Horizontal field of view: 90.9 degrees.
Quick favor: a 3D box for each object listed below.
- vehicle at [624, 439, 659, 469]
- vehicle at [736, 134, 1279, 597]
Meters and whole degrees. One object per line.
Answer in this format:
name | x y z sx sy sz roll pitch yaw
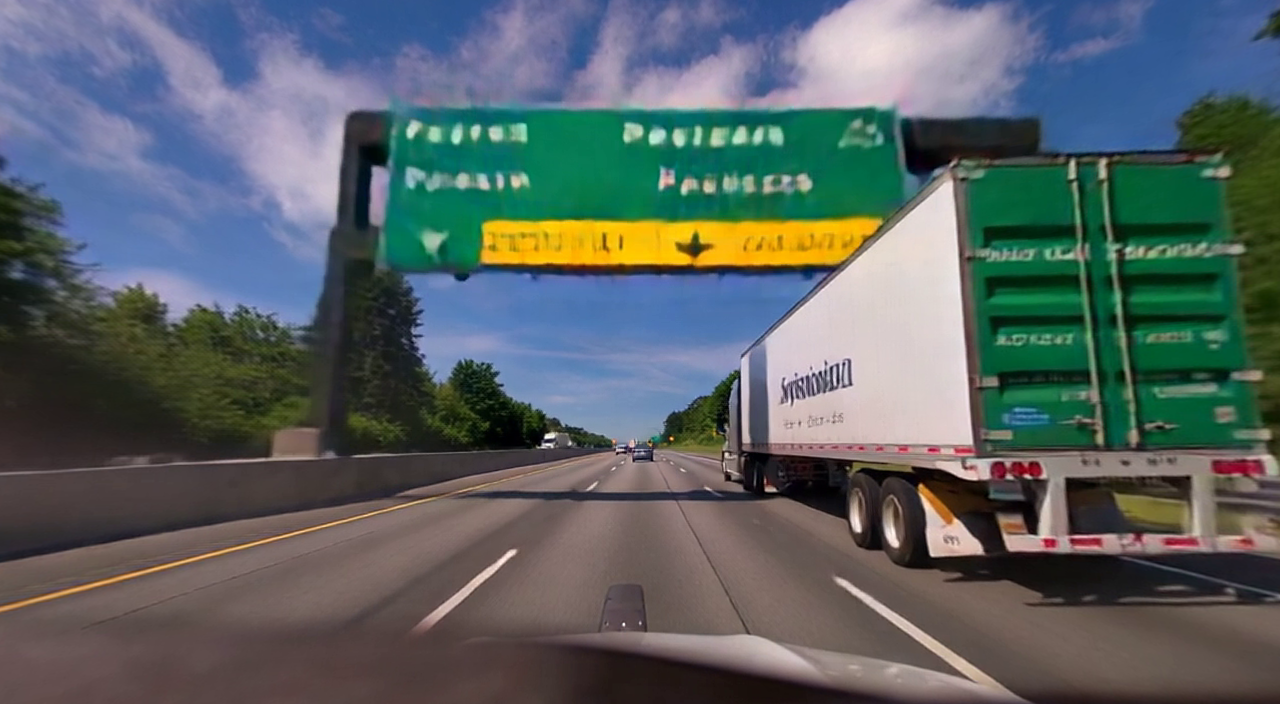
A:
vehicle | 0.069 6.290 38.948 2.067 1.690 3.901 0 -9 0
vehicle | 4.464 1.064 12.318 3.011 4.028 13.890 0 -9 0
